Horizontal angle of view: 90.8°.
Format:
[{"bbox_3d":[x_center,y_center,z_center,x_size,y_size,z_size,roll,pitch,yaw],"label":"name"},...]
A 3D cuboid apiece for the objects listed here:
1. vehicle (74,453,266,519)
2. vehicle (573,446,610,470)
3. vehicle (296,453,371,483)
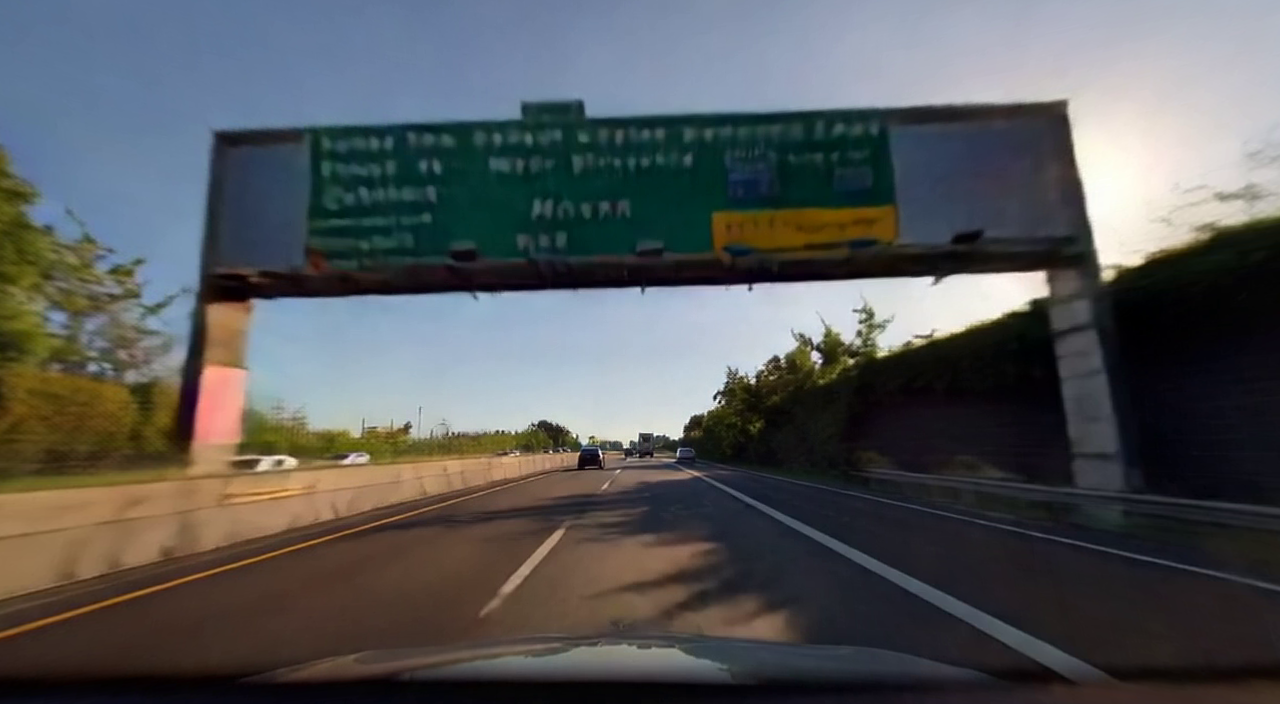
[{"bbox_3d":[-11.885,3.368,16.388,1.802,1.439,4.099,0,-9,0],"label":"vehicle"},{"bbox_3d":[-3.077,6.868,41.115,2.020,1.475,4.434,0,-9,0],"label":"vehicle"},{"bbox_3d":[-15.877,6.002,32.911,1.824,1.471,3.966,0,-9,1],"label":"vehicle"}]
